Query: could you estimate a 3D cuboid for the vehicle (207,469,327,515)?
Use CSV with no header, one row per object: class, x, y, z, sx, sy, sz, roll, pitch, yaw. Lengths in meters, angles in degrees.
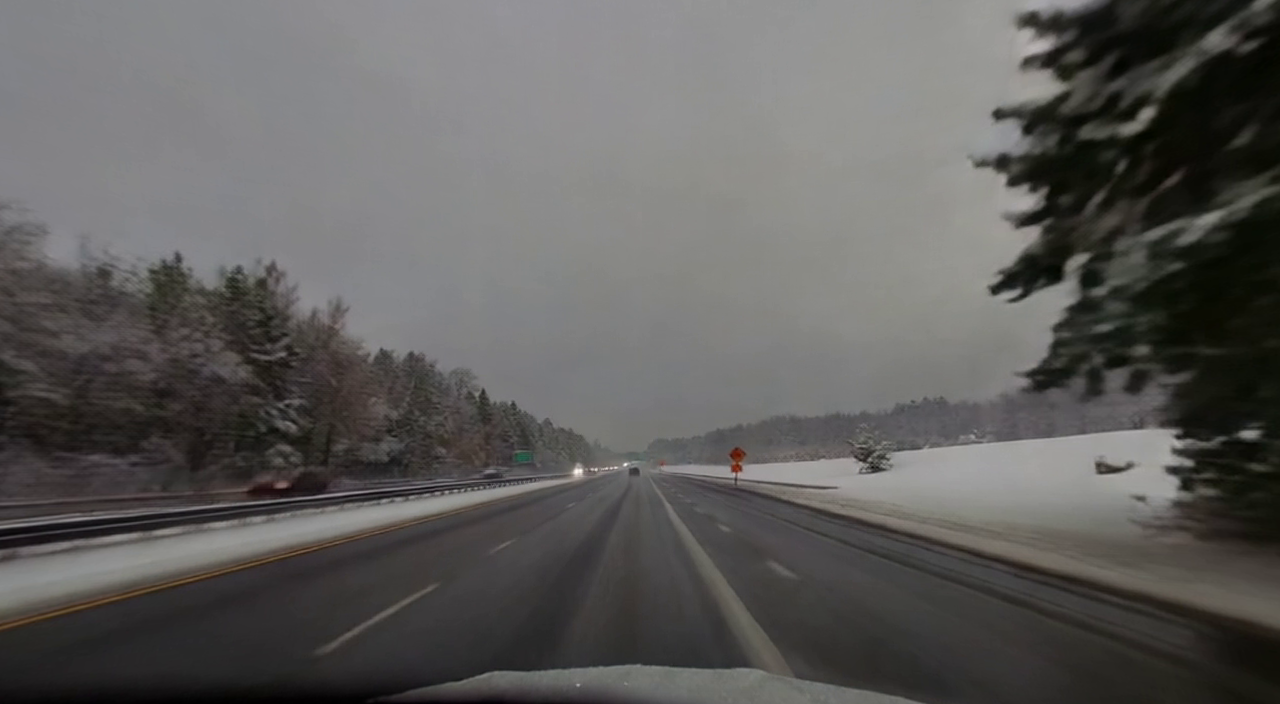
vehicle,-13.010,4.874,22.286,1.780,1.441,4.041,1,-11,-1
